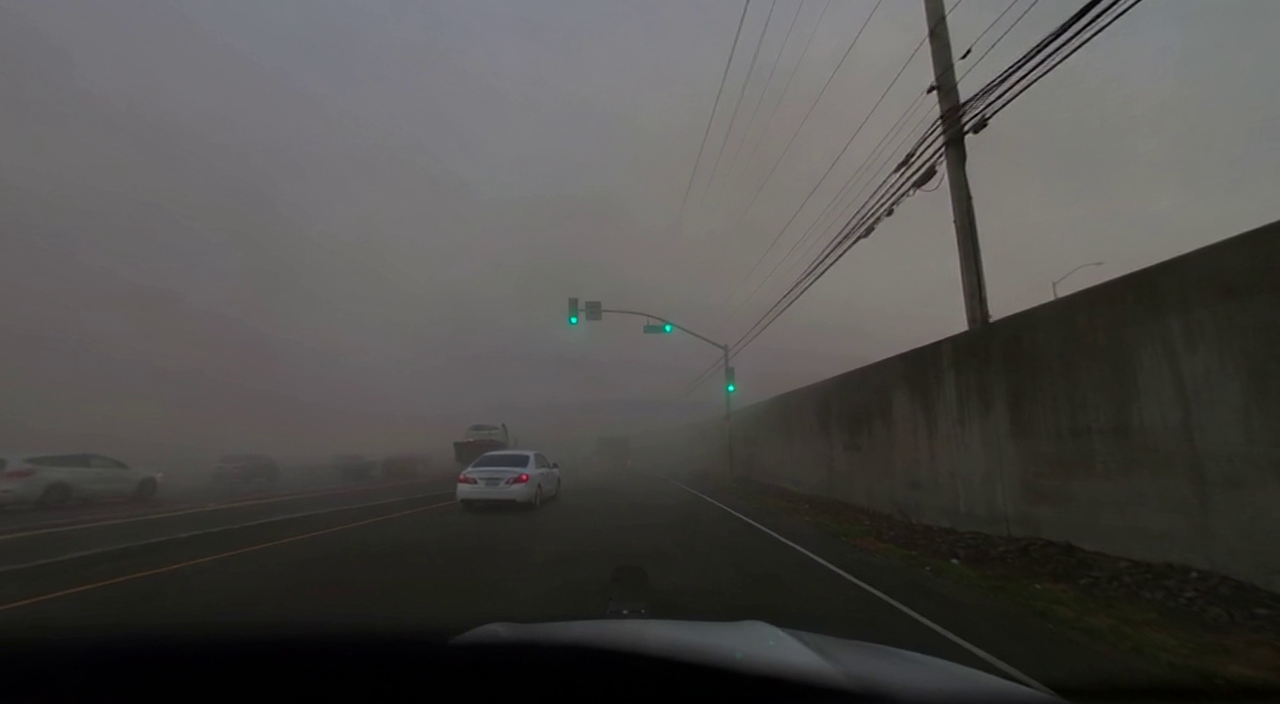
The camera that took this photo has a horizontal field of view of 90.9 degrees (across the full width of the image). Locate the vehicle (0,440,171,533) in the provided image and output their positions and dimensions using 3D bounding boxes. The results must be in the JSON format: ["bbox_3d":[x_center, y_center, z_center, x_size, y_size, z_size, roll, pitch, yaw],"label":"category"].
[{"bbox_3d":[-13.336,2.876,13.973,2.096,1.773,4.751,-1,-9,2],"label":"vehicle"}]

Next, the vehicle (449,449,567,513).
[{"bbox_3d":[-3.389,3.410,17.321,2.019,1.480,4.966,-1,-9,2],"label":"vehicle"}]

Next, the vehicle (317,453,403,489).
[{"bbox_3d":[-12.674,5.403,28.878,1.905,1.492,4.151,-1,-9,2],"label":"vehicle"}]

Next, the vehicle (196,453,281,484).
[{"bbox_3d":[-23.812,6.881,37.650,1.891,1.696,4.613,-1,-9,2],"label":"vehicle"}]
